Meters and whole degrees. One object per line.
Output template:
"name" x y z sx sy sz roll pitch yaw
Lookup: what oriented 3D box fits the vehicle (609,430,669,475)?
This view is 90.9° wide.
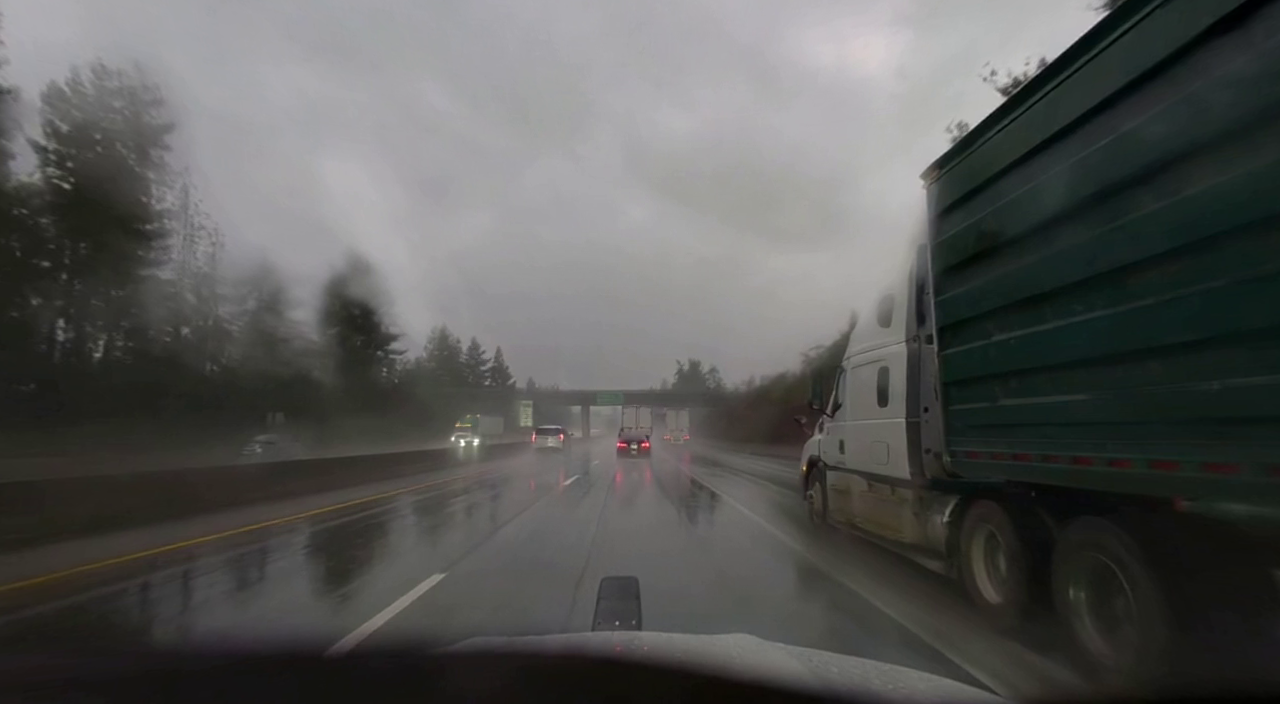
"vehicle" -0.054 3.764 23.852 2.059 1.522 3.693 0 -8 -1

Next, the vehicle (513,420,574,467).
"vehicle" -4.294 4.145 28.763 2.013 1.961 4.692 0 -8 0

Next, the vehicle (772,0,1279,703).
"vehicle" 3.600 0.358 5.992 2.783 3.483 7.836 0 -8 -1
